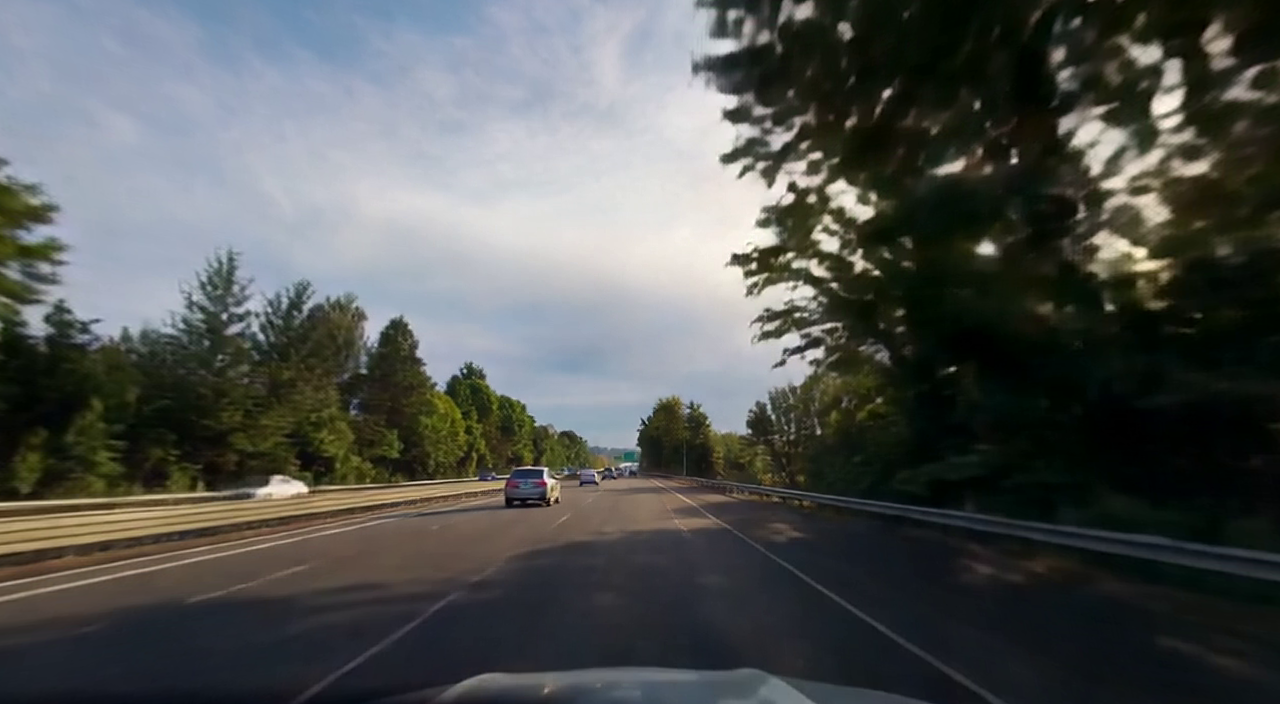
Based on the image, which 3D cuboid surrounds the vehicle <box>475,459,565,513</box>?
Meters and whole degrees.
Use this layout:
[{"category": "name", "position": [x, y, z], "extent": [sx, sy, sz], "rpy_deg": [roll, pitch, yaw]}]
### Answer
[{"category": "vehicle", "position": [-3.871, 4.433, 21.158], "extent": [2.068, 1.592, 4.479], "rpy_deg": [0, -11, 1]}]

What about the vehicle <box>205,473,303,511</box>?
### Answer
[{"category": "vehicle", "position": [-16.883, 6.125, 27.838], "extent": [1.778, 1.512, 4.020], "rpy_deg": [1, -11, -1]}]
